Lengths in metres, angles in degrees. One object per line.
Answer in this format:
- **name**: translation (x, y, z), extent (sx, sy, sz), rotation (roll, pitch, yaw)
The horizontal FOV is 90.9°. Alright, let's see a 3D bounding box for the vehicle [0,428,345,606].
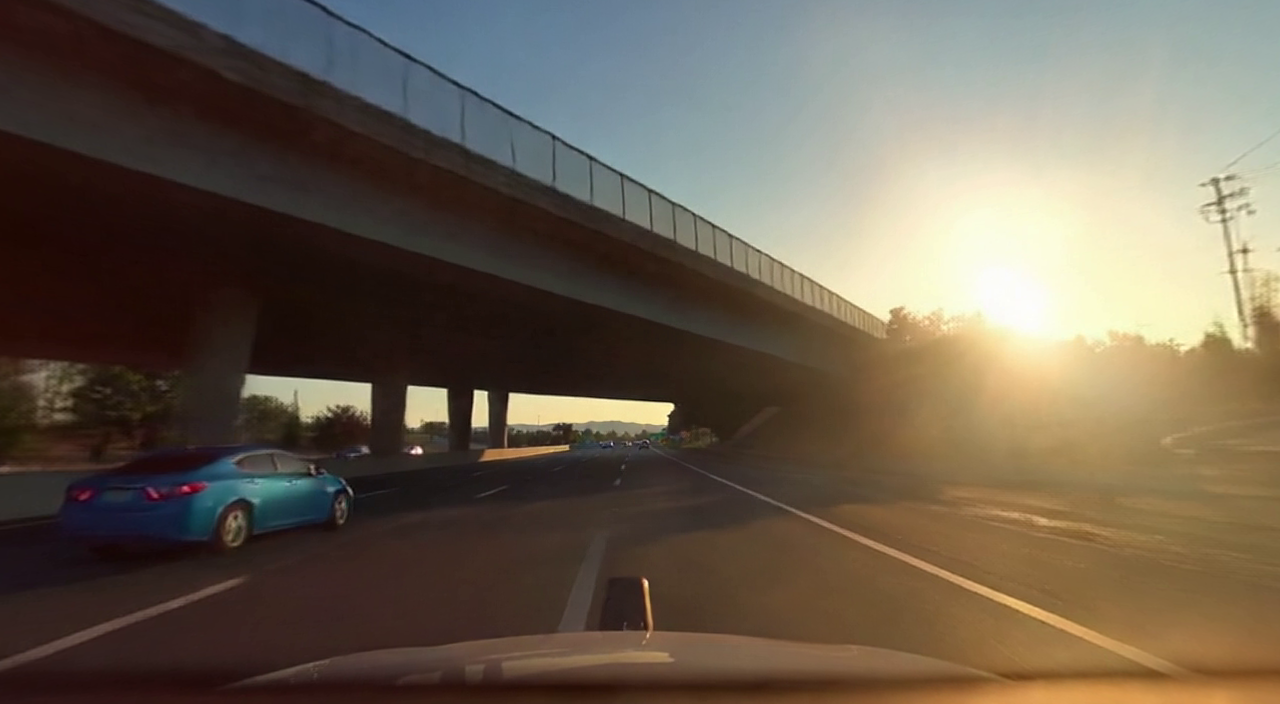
- **vehicle**: translation (-5.860, 1.791, 7.904), extent (2.105, 1.551, 4.602), rotation (0, -8, 0)
